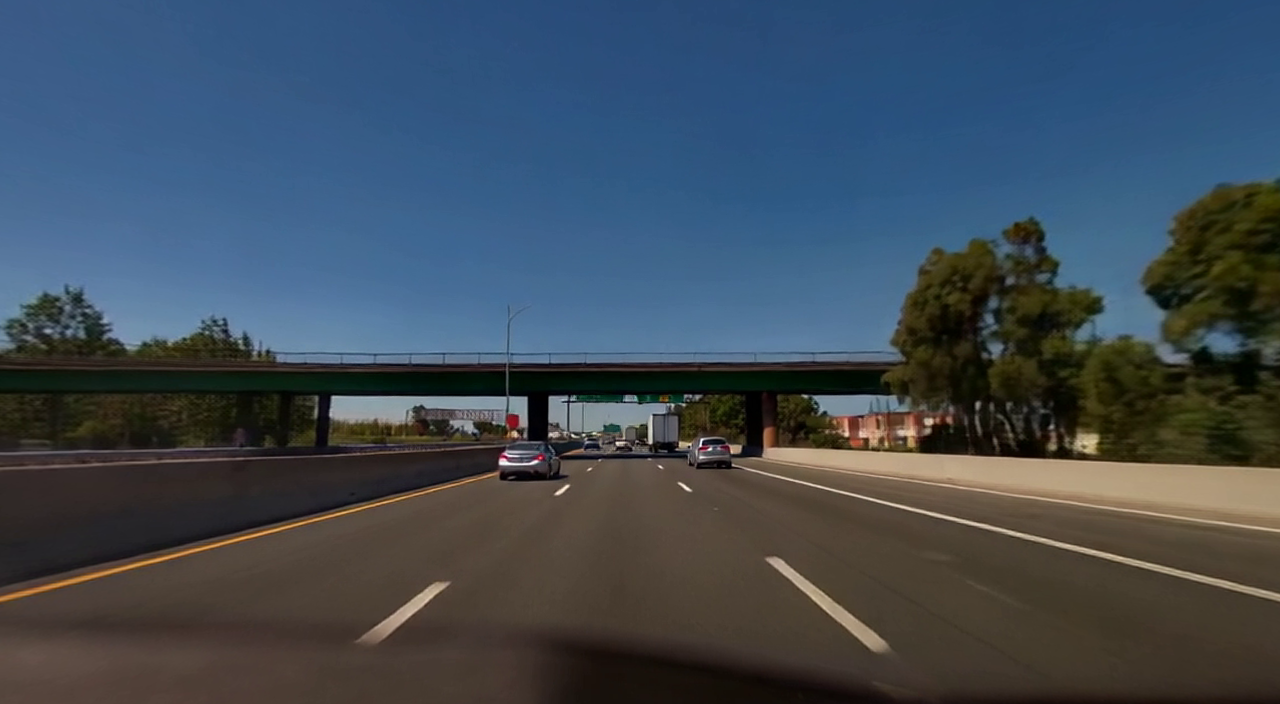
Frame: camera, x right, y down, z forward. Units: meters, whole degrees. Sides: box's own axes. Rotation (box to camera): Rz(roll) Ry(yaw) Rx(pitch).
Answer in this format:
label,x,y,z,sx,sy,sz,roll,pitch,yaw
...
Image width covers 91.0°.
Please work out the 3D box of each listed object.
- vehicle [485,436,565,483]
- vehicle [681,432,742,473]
label,x,y,z,sx,sy,sz,roll,pitch,yaw
vehicle,-3.959,3.771,22.451,2.064,1.479,4.370,0,-8,0
vehicle,2.993,4.304,27.135,2.001,1.625,4.088,0,-8,-2
